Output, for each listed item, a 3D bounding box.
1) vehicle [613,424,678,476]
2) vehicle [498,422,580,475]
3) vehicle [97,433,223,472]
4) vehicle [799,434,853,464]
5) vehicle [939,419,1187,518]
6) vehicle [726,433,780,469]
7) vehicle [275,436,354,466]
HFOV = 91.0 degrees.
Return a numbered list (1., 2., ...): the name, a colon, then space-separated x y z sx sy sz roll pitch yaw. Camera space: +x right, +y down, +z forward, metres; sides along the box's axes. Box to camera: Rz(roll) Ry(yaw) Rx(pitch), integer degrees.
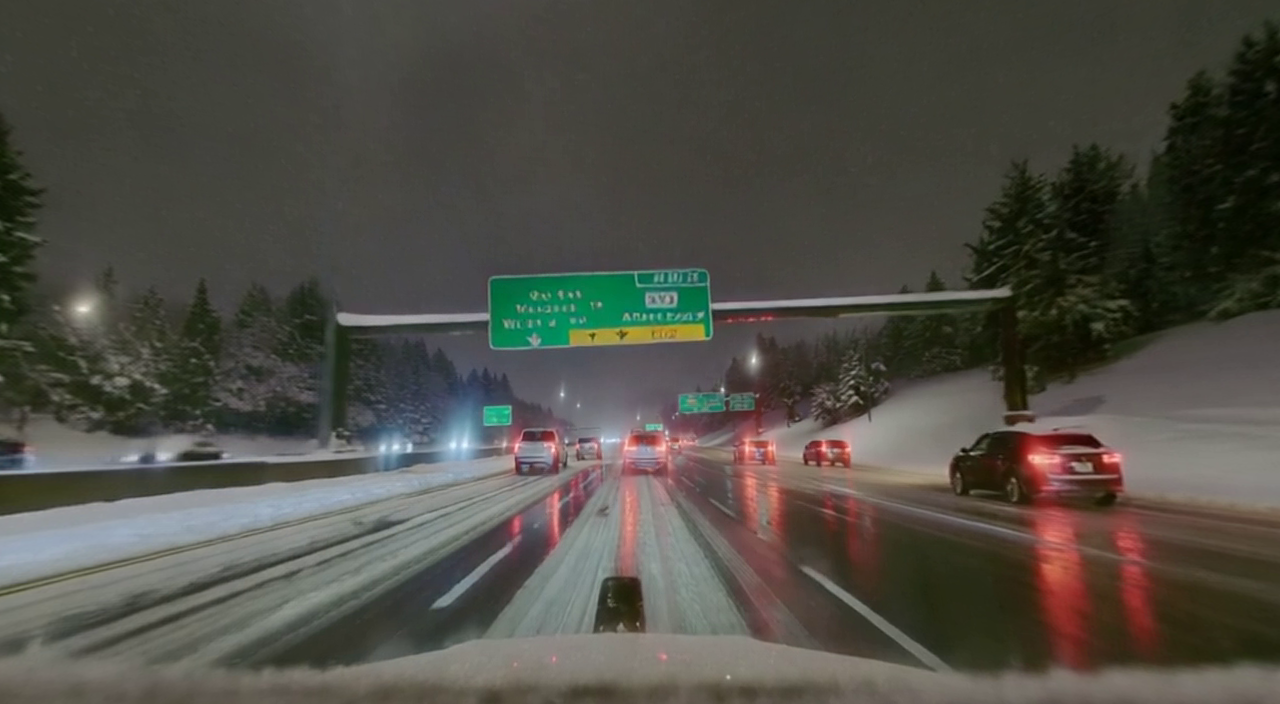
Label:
1. vehicle: 0.197 3.581 23.104 2.181 1.728 3.970 0 -8 1
2. vehicle: -3.642 3.614 23.639 2.199 1.777 4.790 0 -8 1
3. vehicle: -21.630 4.544 28.664 2.062 1.609 4.552 0 -8 1
4. vehicle: 11.672 6.091 39.776 2.010 1.765 4.375 0 -8 0
5. vehicle: 7.705 2.152 12.075 1.989 1.569 3.964 0 -8 0
6. vehicle: 5.629 5.014 31.950 2.022 1.682 4.226 0 -8 1
7. vehicle: -17.807 5.427 34.720 1.892 1.504 4.406 0 -8 1
